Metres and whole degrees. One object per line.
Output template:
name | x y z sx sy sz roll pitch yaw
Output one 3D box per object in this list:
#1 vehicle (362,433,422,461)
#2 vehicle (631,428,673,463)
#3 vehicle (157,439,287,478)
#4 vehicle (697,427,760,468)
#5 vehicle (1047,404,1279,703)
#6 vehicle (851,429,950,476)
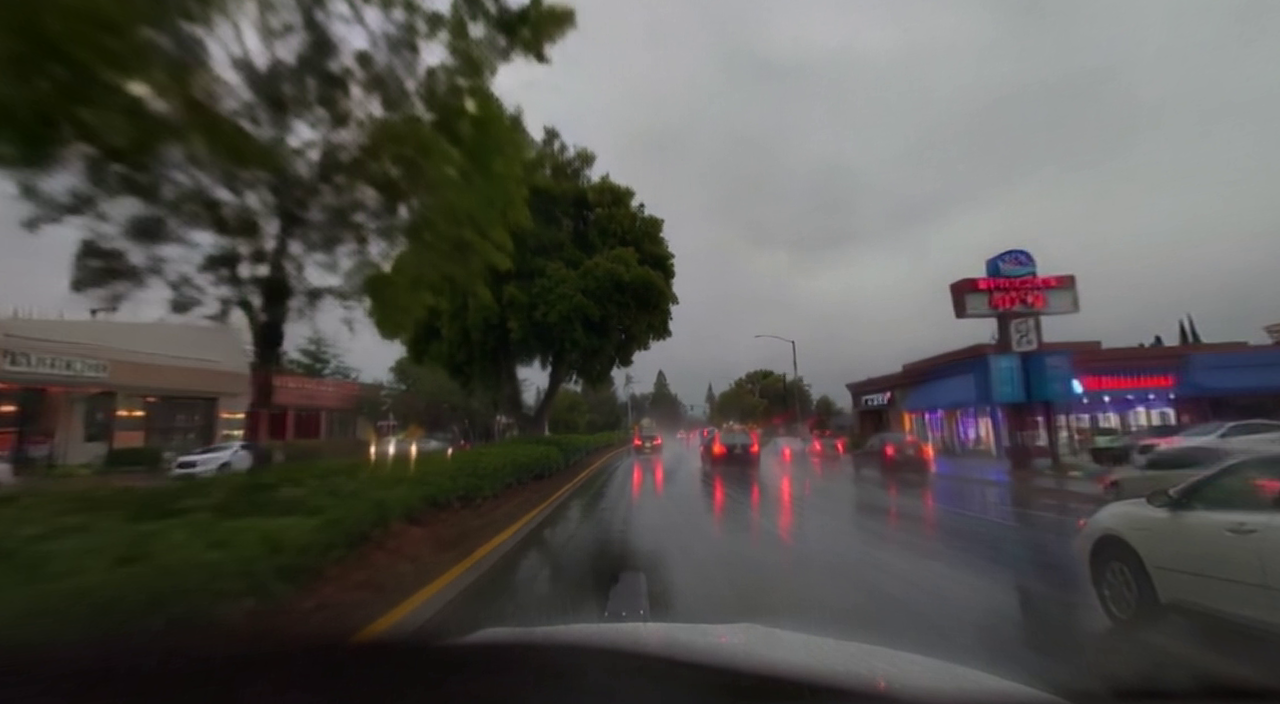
vehicle | -18.831 7.211 47.940 2.488 1.752 4.991 -2 -6 1
vehicle | 0.578 4.842 32.645 2.098 1.682 3.778 0 -8 0
vehicle | -18.675 4.749 28.482 2.034 1.532 5.548 0 -8 1
vehicle | 3.812 4.236 27.890 2.115 1.692 4.189 0 -8 -1
vehicle | 3.982 0.889 2.322 1.908 1.463 4.506 0 -8 0
vehicle | 10.495 4.092 25.746 2.123 1.726 4.520 0 -8 0
